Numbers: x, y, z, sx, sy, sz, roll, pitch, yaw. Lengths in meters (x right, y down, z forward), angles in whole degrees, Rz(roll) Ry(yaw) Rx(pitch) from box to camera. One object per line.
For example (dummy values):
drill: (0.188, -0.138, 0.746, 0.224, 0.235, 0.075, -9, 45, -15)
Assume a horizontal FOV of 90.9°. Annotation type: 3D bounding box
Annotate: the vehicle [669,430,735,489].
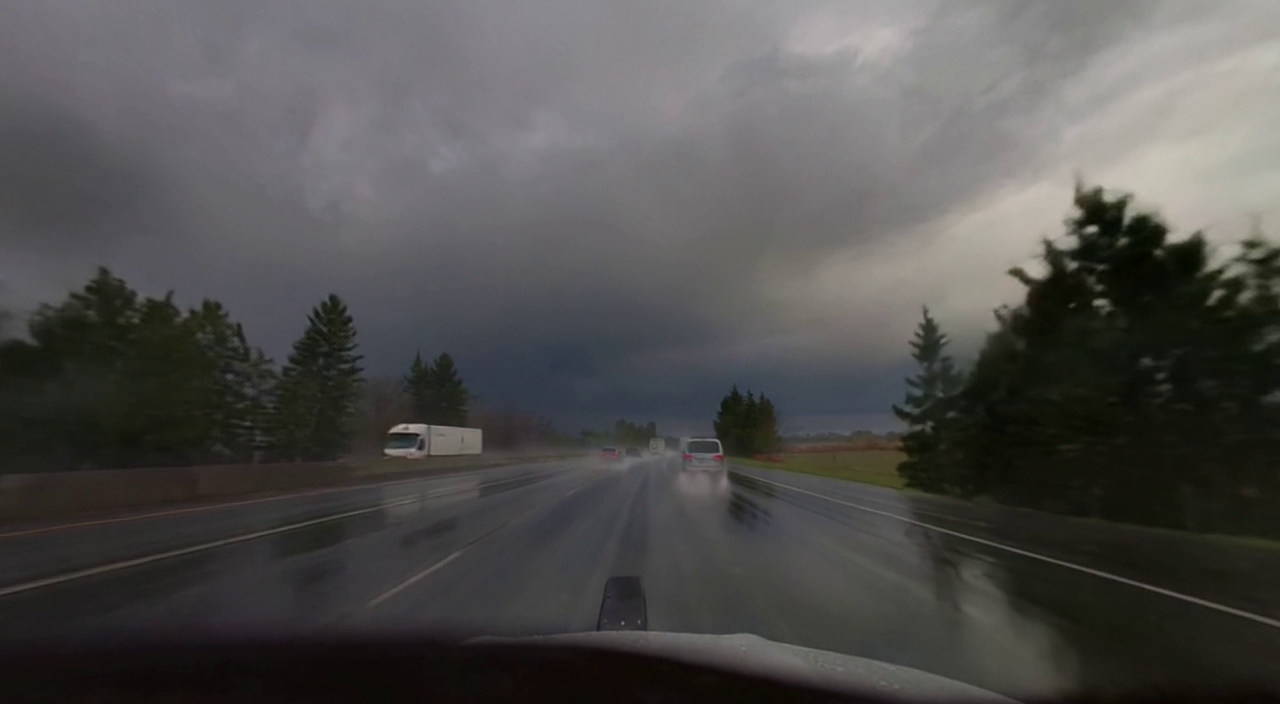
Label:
vehicle: (2.279, 4.151, 24.593, 2.219, 2.033, 4.911, -1, -9, 2)
